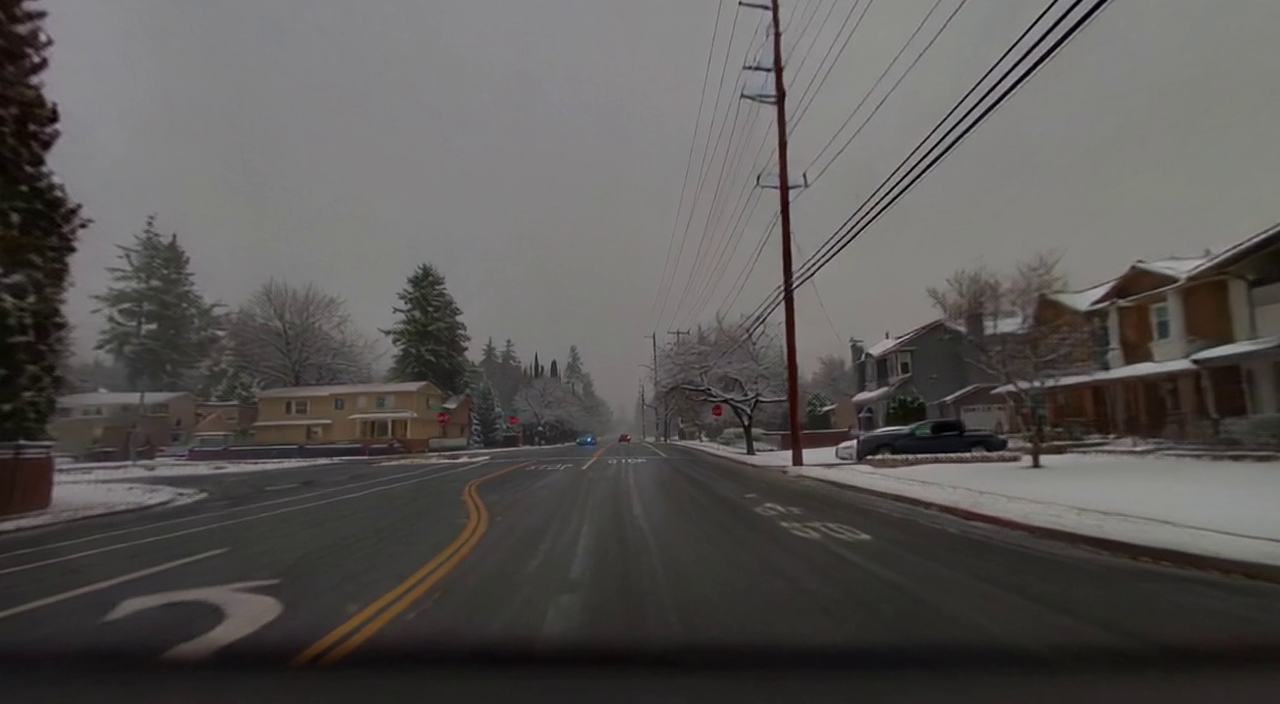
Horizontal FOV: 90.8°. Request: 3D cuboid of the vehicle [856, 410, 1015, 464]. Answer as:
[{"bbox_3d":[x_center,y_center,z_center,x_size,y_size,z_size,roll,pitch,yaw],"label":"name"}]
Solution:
[{"bbox_3d":[10.413,3.053,22.609,4.544,1.807,2.204,0,-8,3],"label":"vehicle"}]
